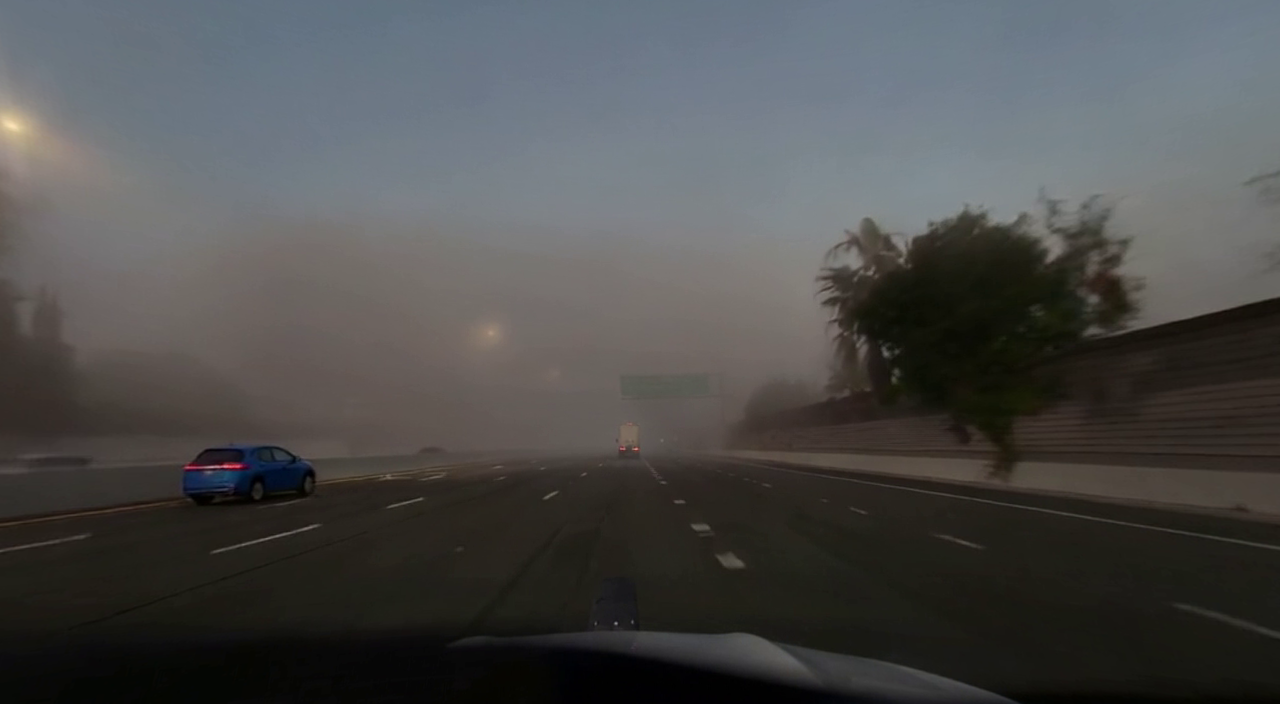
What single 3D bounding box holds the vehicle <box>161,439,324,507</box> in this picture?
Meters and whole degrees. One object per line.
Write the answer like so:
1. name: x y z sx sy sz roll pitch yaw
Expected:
1. vehicle: -10.880 3.315 17.726 1.897 1.653 4.113 0 -9 -1
